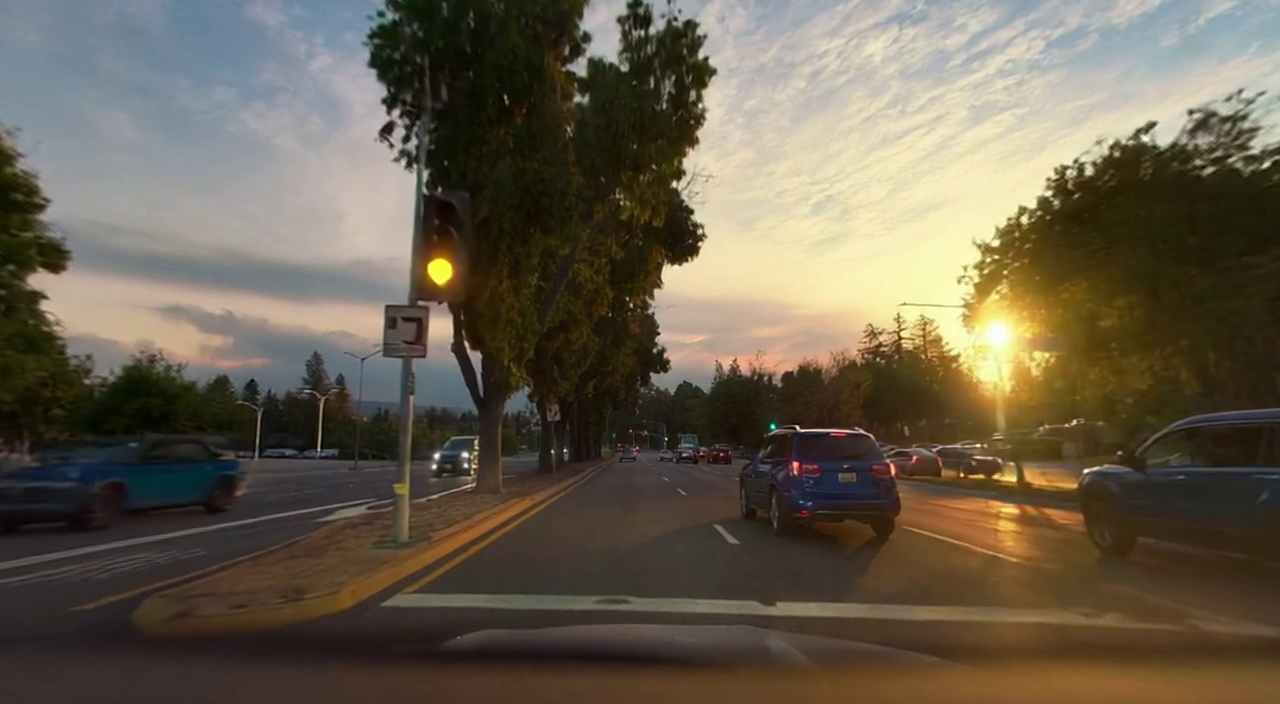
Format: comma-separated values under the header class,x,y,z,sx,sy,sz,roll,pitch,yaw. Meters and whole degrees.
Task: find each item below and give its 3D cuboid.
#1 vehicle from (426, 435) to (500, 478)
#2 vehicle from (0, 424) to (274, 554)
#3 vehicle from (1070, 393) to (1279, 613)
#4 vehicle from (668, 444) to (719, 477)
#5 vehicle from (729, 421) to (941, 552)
class,x,y,z,sx,sy,sz,roll,pitch,yaw
vehicle,-9.191,5.436,33.172,2.215,2.062,5.360,0,-8,1
vehicle,-8.725,2.164,10.745,2.115,1.711,4.602,0,-8,1
vehicle,6.392,1.269,5.292,2.153,1.811,4.595,1,-8,-2
vehicle,2.488,5.179,30.310,1.980,1.484,4.093,1,-8,-2
vehicle,2.864,2.081,10.402,2.075,1.698,4.142,0,-8,-1
